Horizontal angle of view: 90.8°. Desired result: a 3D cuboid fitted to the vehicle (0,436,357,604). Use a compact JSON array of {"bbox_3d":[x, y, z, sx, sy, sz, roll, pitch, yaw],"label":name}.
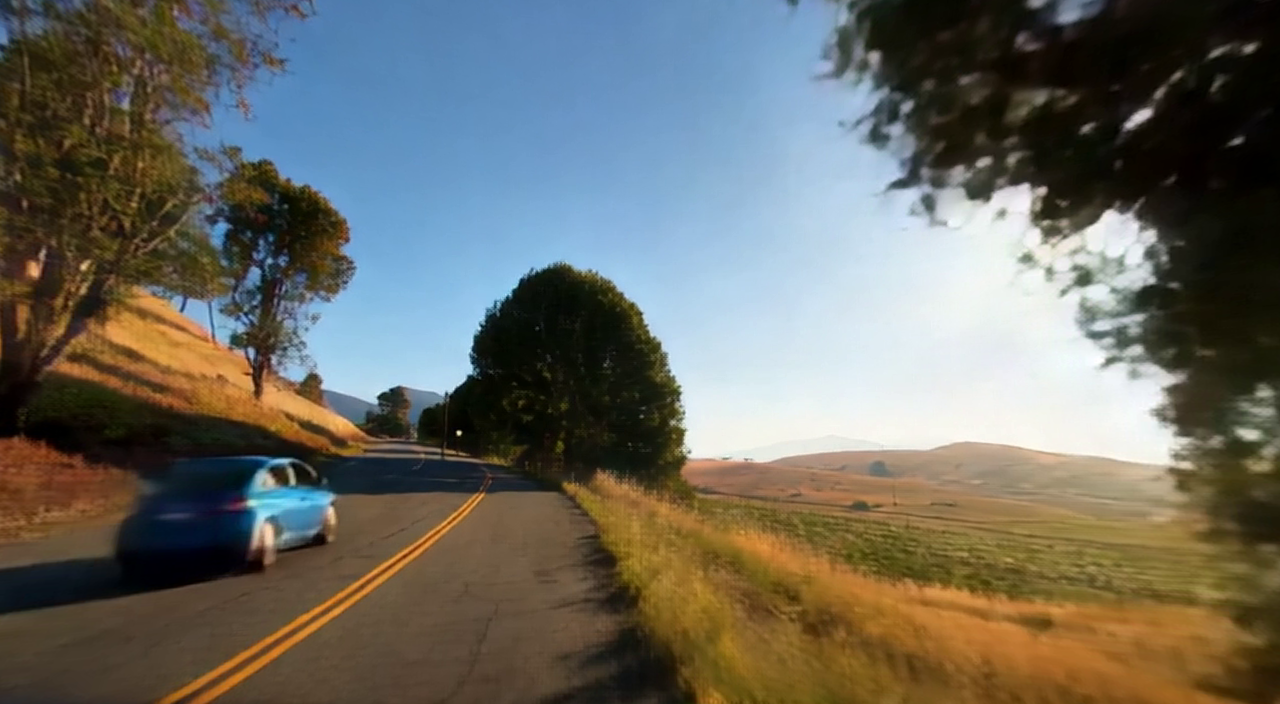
[{"bbox_3d":[-5.419,1.855,7.955,2.042,1.483,4.288,0,-9,-5],"label":"vehicle"}]
